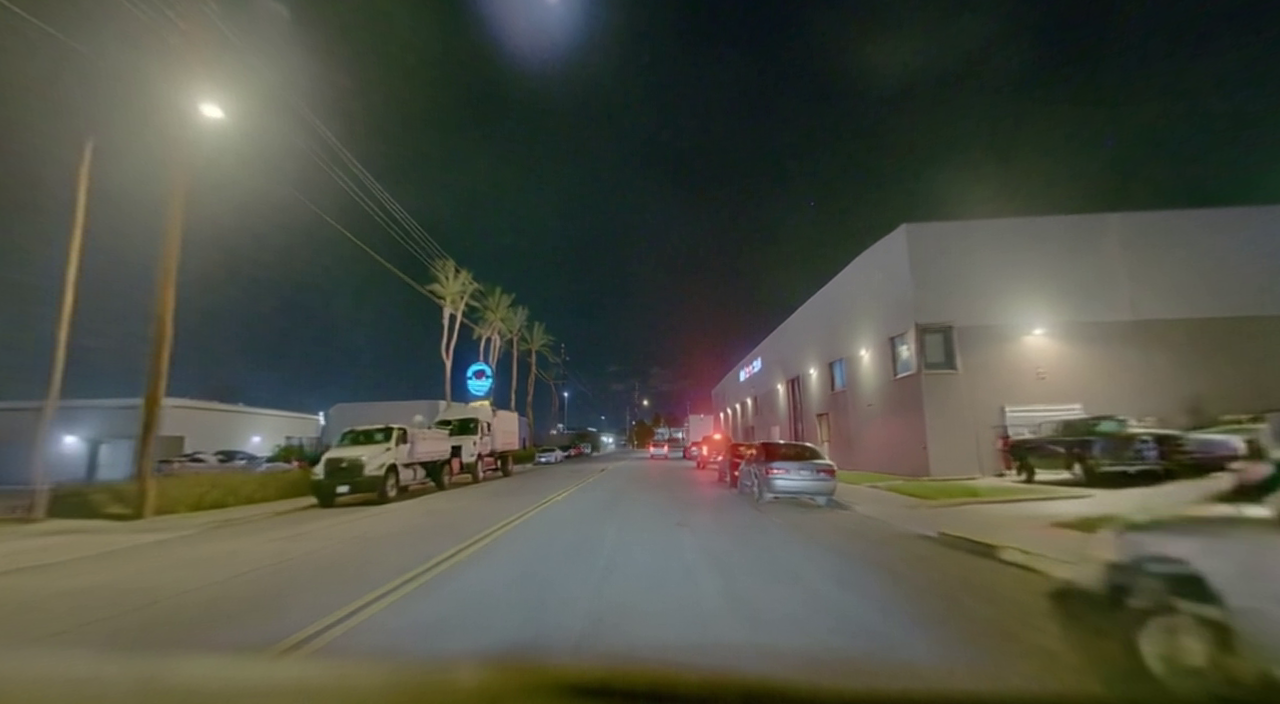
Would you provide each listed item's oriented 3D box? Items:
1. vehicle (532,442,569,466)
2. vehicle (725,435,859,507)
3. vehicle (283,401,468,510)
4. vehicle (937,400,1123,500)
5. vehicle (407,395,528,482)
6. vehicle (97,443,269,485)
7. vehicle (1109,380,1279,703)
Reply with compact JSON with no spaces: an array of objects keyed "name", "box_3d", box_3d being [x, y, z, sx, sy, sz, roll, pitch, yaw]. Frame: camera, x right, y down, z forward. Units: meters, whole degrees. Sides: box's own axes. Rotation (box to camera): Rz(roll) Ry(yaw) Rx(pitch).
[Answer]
[{"name":"vehicle","box_3d":[-6.819,7.792,48.590,1.936,1.632,4.145,-3,-8,3]},{"name":"vehicle","box_3d":[3.620,2.942,16.151,2.246,1.533,4.971,0,-9,1]},{"name":"vehicle","box_3d":[-8.013,3.256,20.441,2.845,2.738,7.208,-3,-8,1]},{"name":"vehicle","box_3d":[9.056,2.359,15.455,2.325,1.877,5.987,-6,-9,17]},{"name":"vehicle","box_3d":[-7.592,4.023,29.147,2.941,3.418,7.738,-1,-9,4]},{"name":"vehicle","box_3d":[-17.011,4.174,23.701,4.890,1.483,2.055,0,-9,1]},{"name":"vehicle","box_3d":[3.504,0.692,0.865,2.111,1.611,4.576,0,-9,-1]}]
